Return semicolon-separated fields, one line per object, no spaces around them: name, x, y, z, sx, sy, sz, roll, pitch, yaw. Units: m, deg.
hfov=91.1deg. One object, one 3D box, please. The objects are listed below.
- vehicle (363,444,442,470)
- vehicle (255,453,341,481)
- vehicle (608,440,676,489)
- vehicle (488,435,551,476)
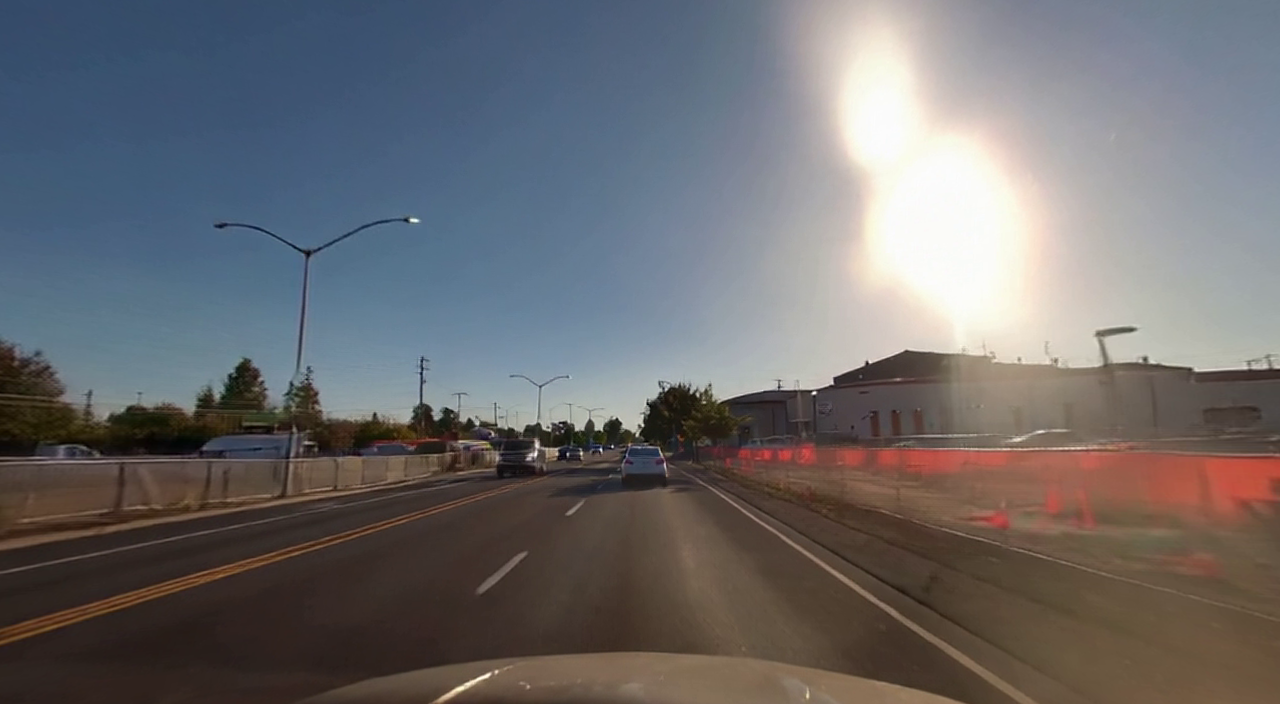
vehicle;-18.022;7.982;47.812;5.085;1.906;2.153;0;-9;2
vehicle;-20.327;6.818;37.322;4.332;1.560;1.841;-2;-9;15
vehicle;0.060;3.815;21.668;2.144;1.514;4.063;0;-9;0
vehicle;-6.662;5.822;35.524;2.340;2.103;5.526;0;-9;2
